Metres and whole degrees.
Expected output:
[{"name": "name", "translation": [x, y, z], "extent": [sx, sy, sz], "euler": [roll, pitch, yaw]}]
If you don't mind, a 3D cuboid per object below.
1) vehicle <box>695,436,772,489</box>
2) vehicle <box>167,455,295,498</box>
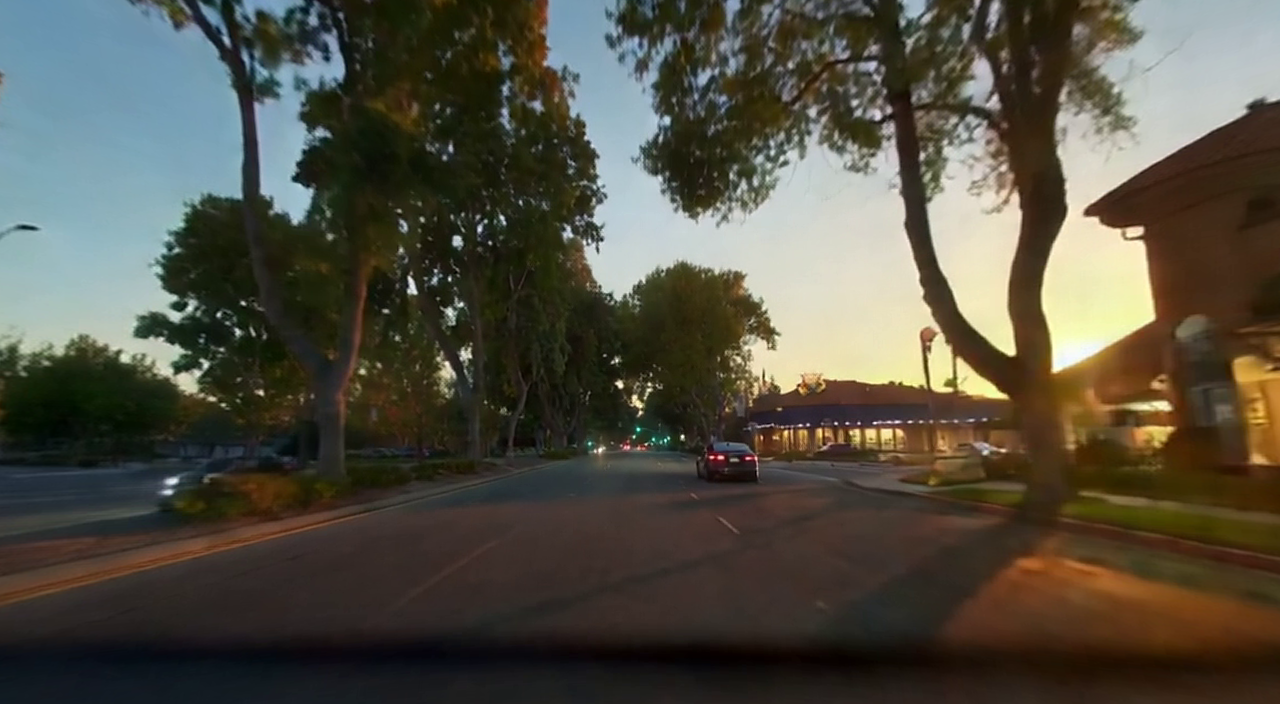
[{"name": "vehicle", "translation": [3.298, 3.998, 23.193], "extent": [2.083, 1.743, 4.354], "euler": [0, -8, -1]}, {"name": "vehicle", "translation": [-16.360, 4.964, 25.525], "extent": [1.934, 1.497, 4.745], "euler": [0, -8, 1]}]
